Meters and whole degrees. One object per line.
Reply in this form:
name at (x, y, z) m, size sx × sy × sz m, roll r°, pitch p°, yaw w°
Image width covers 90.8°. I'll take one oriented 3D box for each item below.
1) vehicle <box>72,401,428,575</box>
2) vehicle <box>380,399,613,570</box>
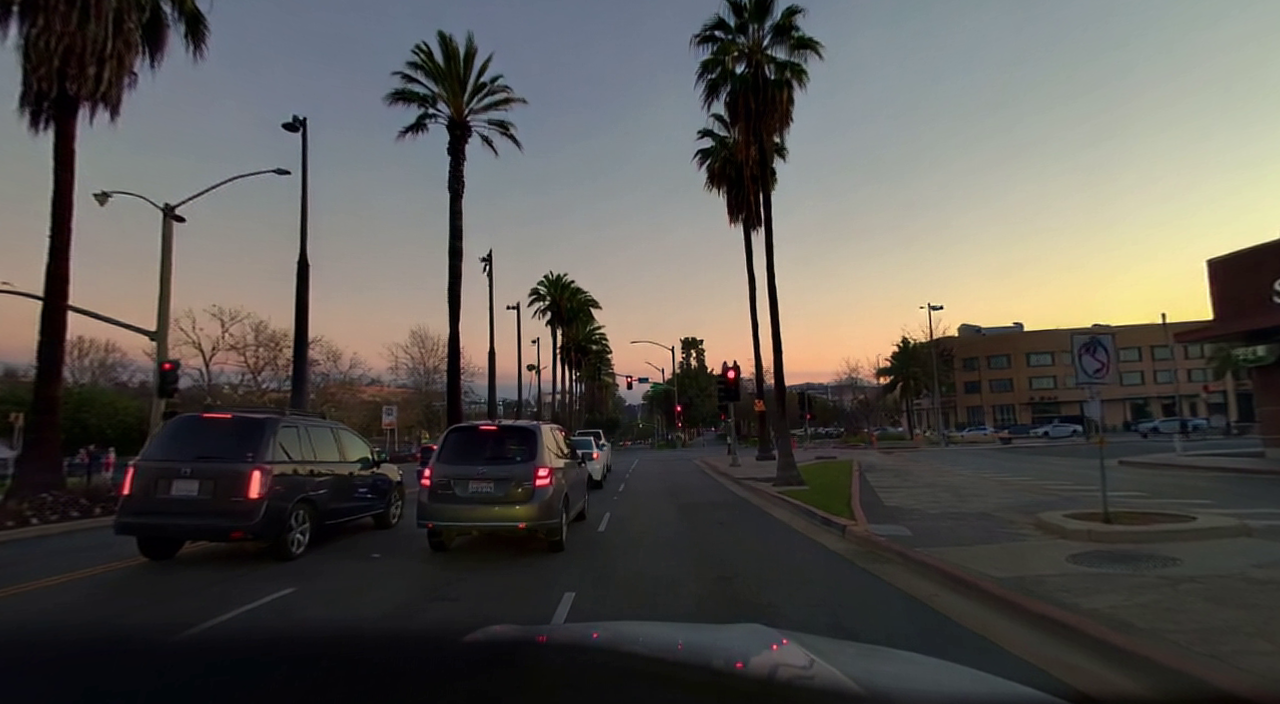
vehicle at (-5.021, 1.826, 9.264) m, size 2.025 × 1.862 × 4.804 m, roll 0°, pitch -9°, yaw 1°
vehicle at (-1.584, 1.705, 8.804) m, size 2.153 × 1.759 × 4.320 m, roll 0°, pitch -9°, yaw 1°
